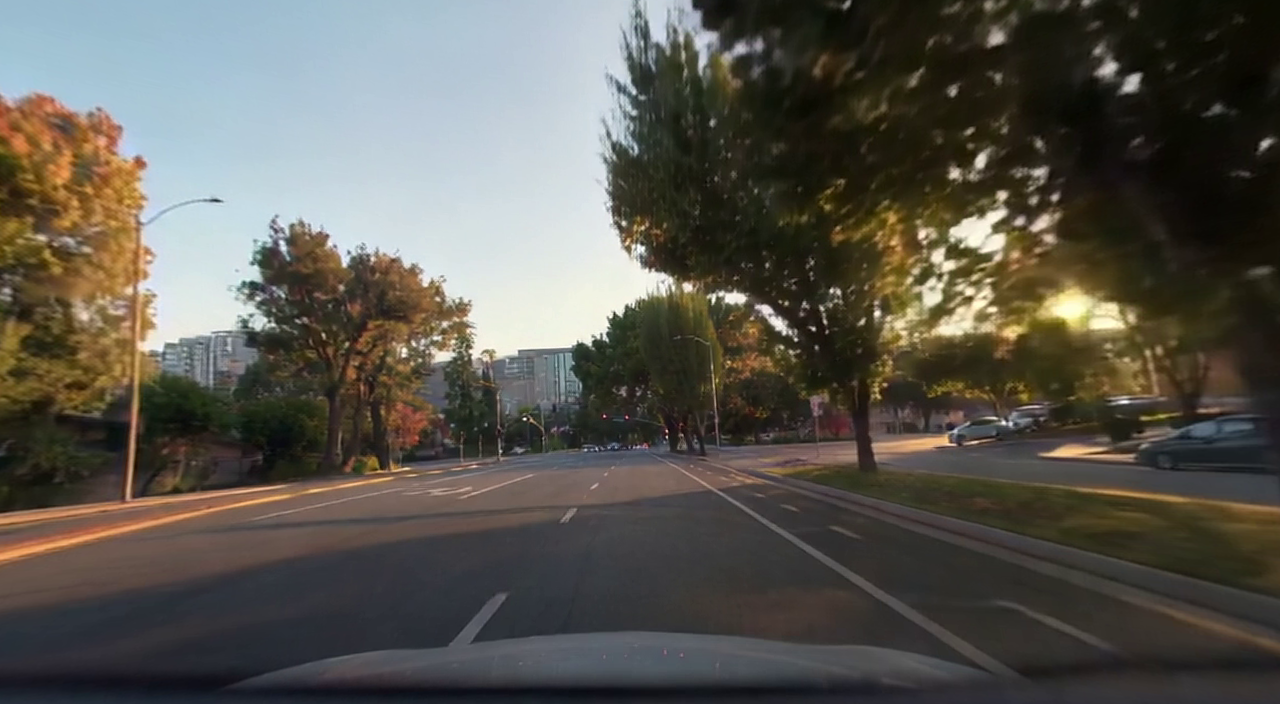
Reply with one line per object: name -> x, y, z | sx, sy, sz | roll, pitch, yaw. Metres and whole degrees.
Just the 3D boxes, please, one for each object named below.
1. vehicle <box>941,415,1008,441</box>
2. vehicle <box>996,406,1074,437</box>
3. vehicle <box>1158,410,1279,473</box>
vehicle -> 22.858, 5.250, 43.376 | 1.911, 1.598, 4.322 | 1, -9, -6
vehicle -> 26.744, 4.800, 43.024 | 2.081, 1.949, 4.635 | 3, -8, -5
vehicle -> 15.564, 2.160, 15.251 | 1.882, 1.446, 4.741 | 0, -8, -4
